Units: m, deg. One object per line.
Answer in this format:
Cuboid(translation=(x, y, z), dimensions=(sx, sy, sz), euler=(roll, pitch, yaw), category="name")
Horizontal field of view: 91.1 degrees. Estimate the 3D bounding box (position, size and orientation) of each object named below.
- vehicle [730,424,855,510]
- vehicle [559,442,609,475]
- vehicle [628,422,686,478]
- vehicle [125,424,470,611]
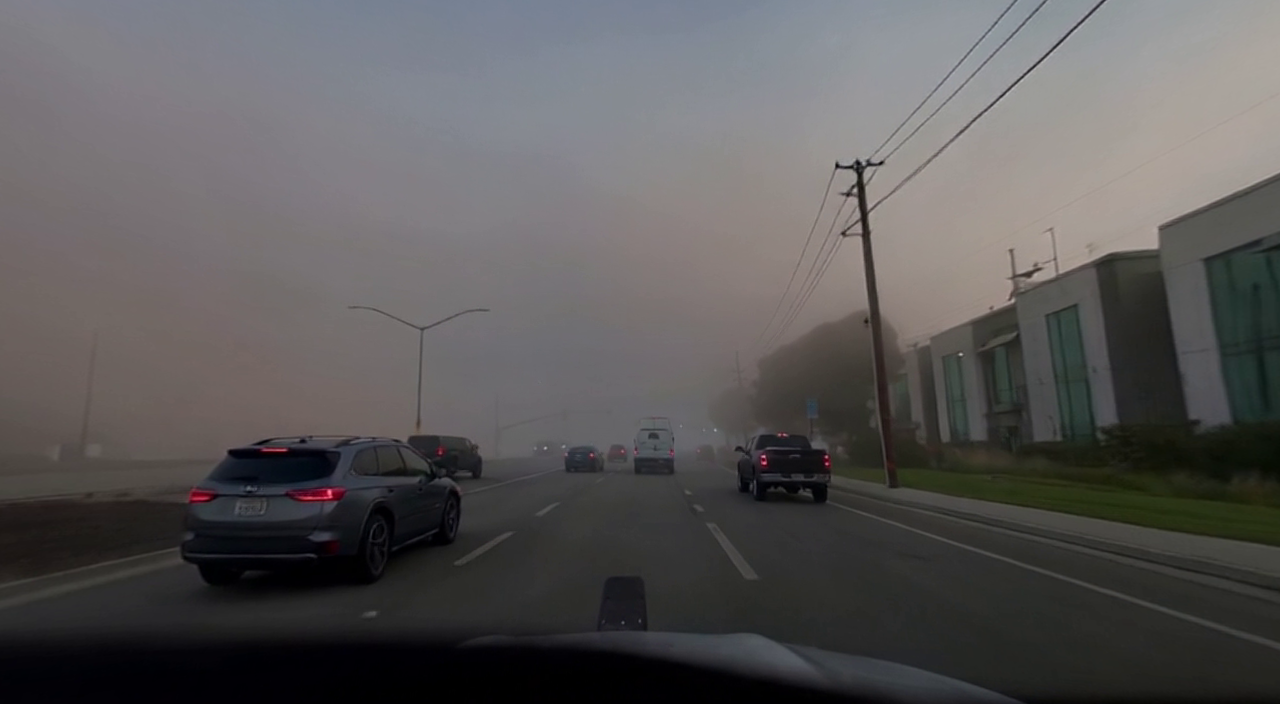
Cuboid(translation=(3.800, 2.935, 16.579), dimensions=(2.283, 1.923, 4.427), euler=(0, -8, 2), category="vehicle")
Cuboid(translation=(-2.857, 5.549, 32.939), dimensions=(1.984, 1.567, 4.311), euler=(-1, -8, 3), category="vehicle")
Cuboid(translation=(0.934, 4.685, 30.309), dimensions=(2.457, 2.440, 5.486), euler=(-1, -8, 5), category="vehicle")
Cuboid(translation=(-3.565, 1.733, 7.502), dimensions=(1.934, 1.643, 3.718), euler=(0, -8, 1), category="vehicle")
